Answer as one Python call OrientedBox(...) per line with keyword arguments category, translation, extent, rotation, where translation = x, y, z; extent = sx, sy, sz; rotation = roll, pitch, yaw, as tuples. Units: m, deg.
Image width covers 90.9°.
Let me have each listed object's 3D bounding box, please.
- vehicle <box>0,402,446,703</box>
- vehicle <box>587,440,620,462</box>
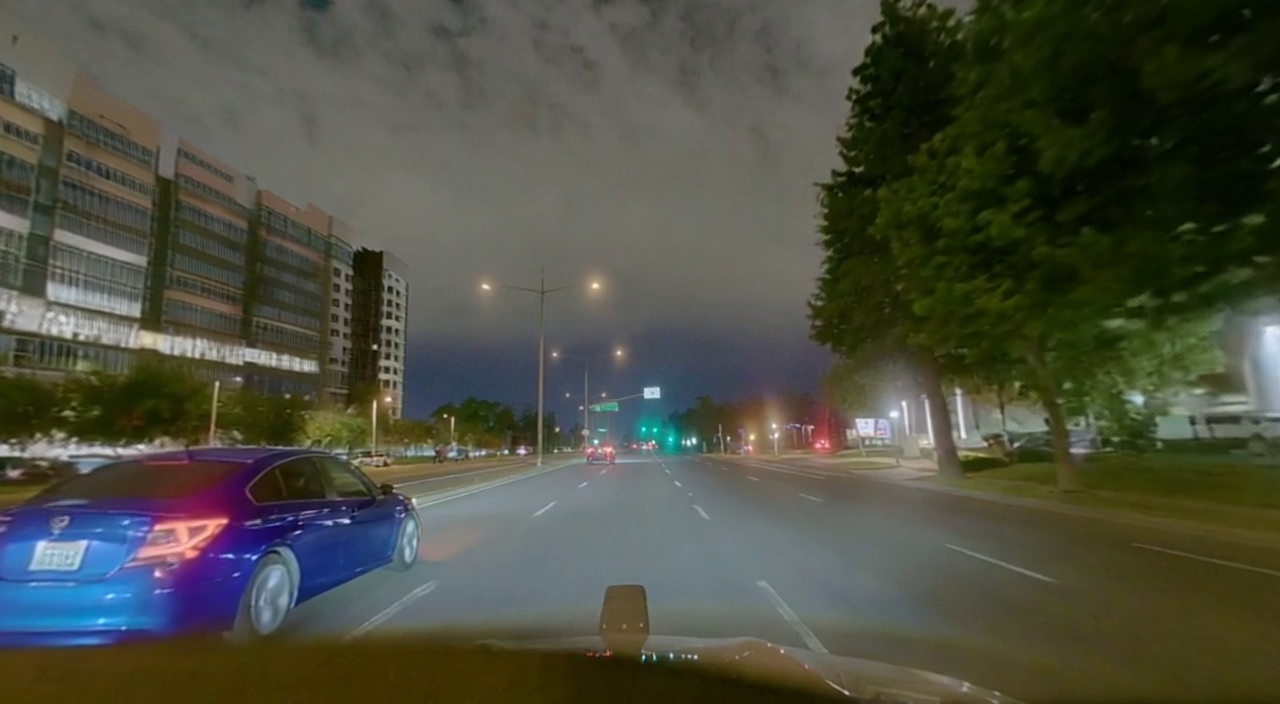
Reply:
OrientedBox(category="vehicle", translation=(-3.387, 1.387, 5.267), extent=(2.009, 1.489, 4.543), rotation=(-5, -8, 0))
OrientedBox(category="vehicle", translation=(-2.837, 7.759, 49.468), extent=(2.197, 1.486, 4.654), rotation=(-4, -8, 0))
